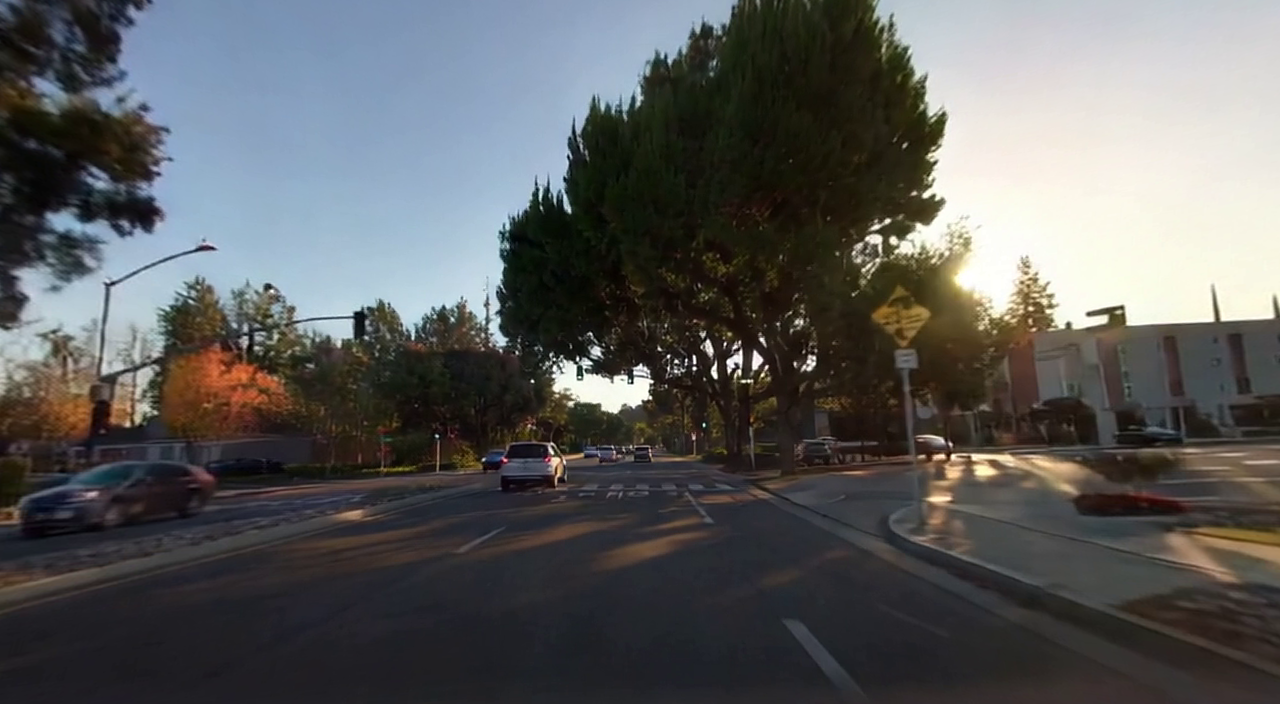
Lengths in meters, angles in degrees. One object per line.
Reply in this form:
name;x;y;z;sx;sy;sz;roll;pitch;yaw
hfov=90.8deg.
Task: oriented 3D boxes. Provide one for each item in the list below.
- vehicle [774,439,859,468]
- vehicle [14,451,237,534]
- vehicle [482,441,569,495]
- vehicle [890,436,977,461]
vehicle;11.114;6.445;40.102;4.817;1.789;2.010;-1;-10;6
vehicle;-13.937;3.763;17.672;2.140;1.824;4.913;-3;-9;0
vehicle;-3.958;4.085;22.689;2.169;1.706;4.638;0;-9;1
vehicle;19.777;6.536;42.734;4.954;1.458;1.951;1;-10;2
